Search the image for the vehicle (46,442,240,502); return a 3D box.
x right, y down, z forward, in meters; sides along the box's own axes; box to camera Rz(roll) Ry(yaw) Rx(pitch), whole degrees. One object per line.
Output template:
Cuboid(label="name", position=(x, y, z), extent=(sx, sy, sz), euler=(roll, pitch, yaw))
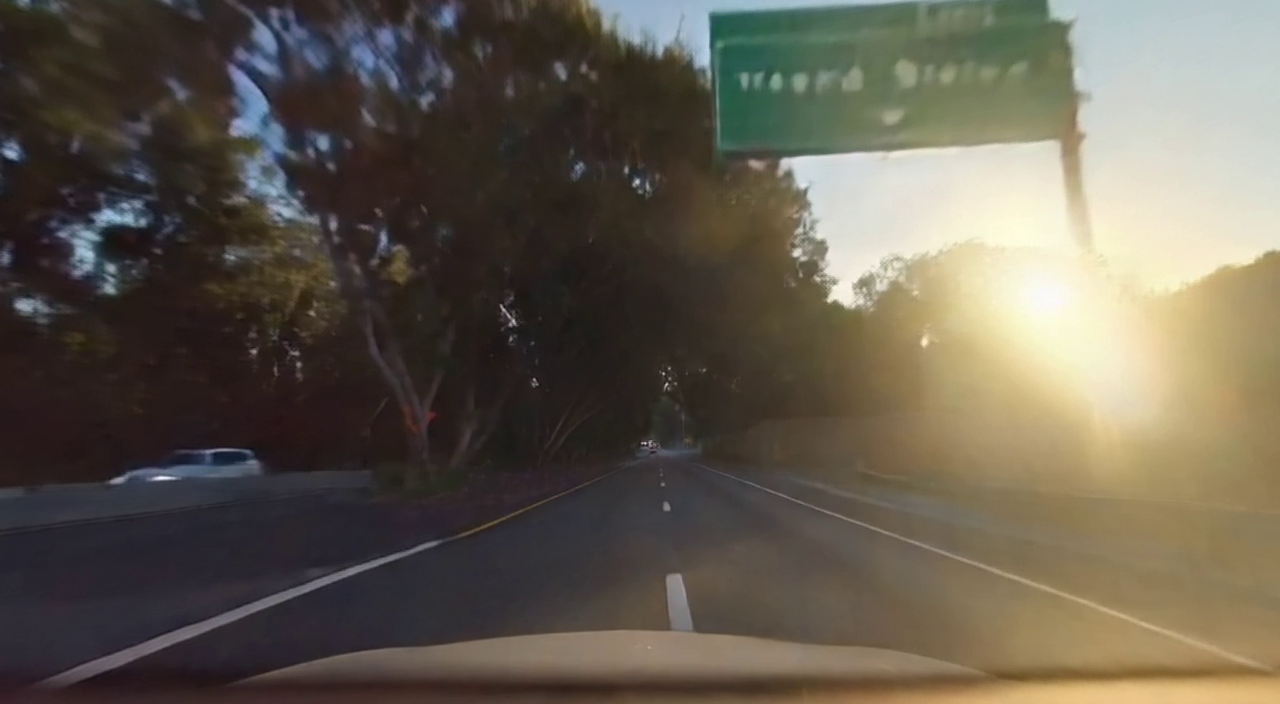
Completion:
Cuboid(label="vehicle", position=(-15.295, 3.702, 19.840), extent=(2.035, 1.623, 4.812), euler=(0, -9, 2))
